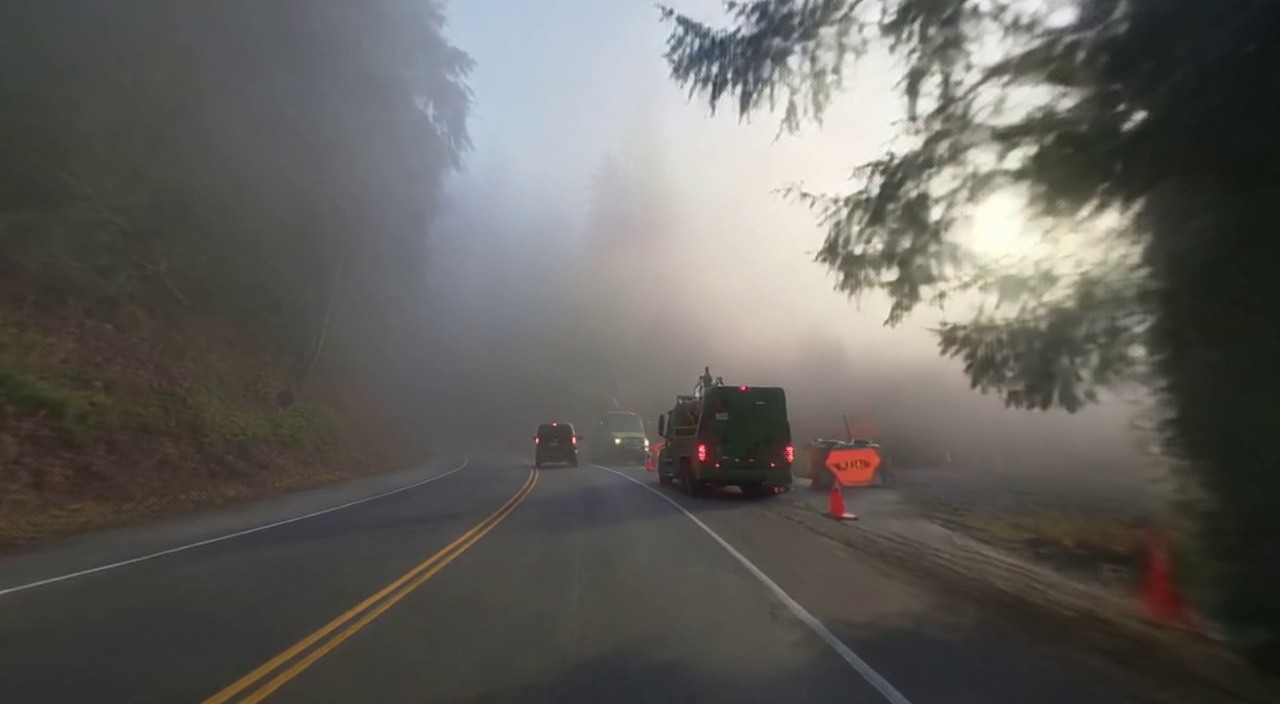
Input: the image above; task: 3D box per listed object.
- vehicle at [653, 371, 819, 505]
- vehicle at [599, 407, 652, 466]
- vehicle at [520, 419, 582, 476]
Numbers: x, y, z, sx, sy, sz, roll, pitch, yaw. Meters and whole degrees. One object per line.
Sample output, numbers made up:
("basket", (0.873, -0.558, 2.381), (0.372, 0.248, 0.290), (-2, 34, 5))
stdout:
("vehicle", (2.498, 2.697, 20.130), (3.126, 3.310, 8.534), (1, -8, -6))
("vehicle", (-0.886, 4.721, 35.024), (2.703, 3.066, 4.047), (1, -9, -5))
("vehicle", (-3.996, 4.176, 27.720), (2.362, 2.223, 4.892), (2, -9, -11))
